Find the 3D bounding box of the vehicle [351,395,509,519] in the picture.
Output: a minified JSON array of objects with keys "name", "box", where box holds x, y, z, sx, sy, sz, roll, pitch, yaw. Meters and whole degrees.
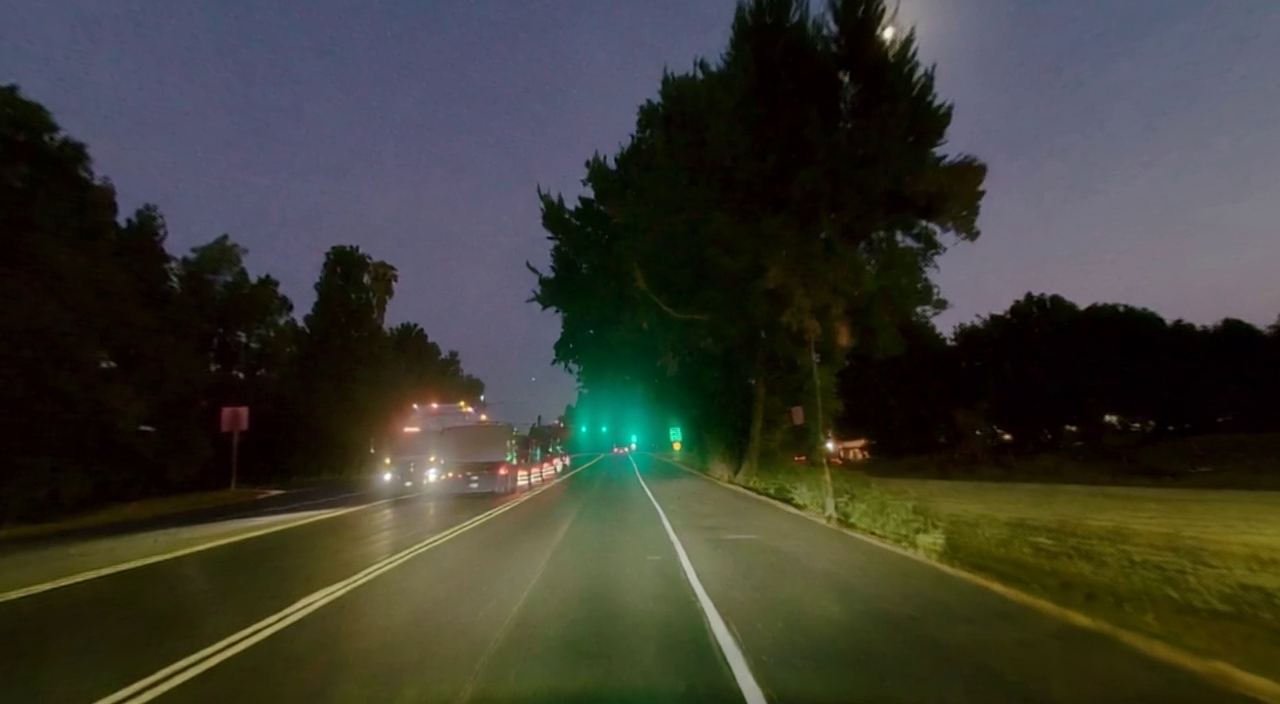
[{"name":"vehicle","box":[-4.680,2.413,14.899,2.380,2.488,4.028,0,-8,-1]}]
